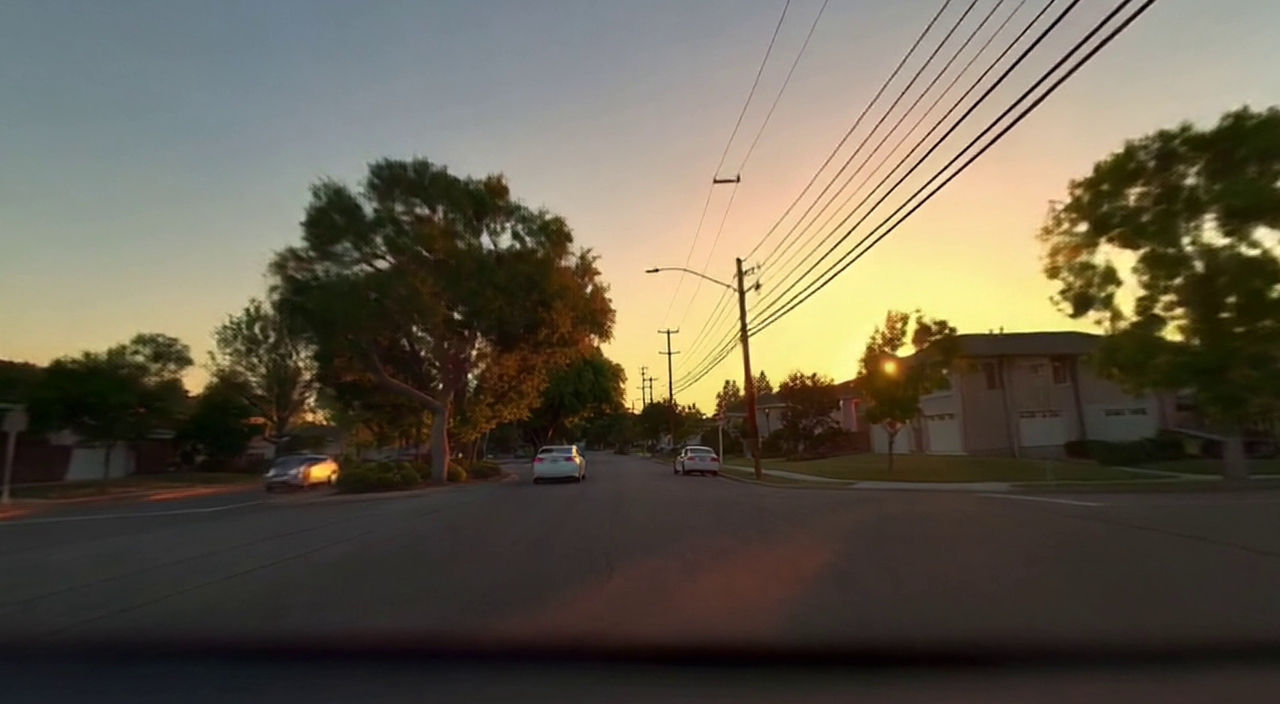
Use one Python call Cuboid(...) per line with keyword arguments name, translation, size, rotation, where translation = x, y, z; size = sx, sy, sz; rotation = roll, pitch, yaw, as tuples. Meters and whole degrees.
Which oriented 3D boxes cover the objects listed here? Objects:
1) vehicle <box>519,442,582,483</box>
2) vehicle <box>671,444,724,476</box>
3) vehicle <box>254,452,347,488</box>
Cuboid(name="vehicle", translation=(-3.453, 4.364, 25.256), size=(2.041, 1.471, 4.602), rotation=(0, -8, -2))
Cuboid(name="vehicle", translation=(2.786, 5.314, 31.486), size=(2.074, 1.450, 4.621), rotation=(0, -8, -2))
Cuboid(name="vehicle", translation=(-15.695, 5.449, 29.531), size=(2.143, 1.524, 4.408), rotation=(0, -8, -4))
